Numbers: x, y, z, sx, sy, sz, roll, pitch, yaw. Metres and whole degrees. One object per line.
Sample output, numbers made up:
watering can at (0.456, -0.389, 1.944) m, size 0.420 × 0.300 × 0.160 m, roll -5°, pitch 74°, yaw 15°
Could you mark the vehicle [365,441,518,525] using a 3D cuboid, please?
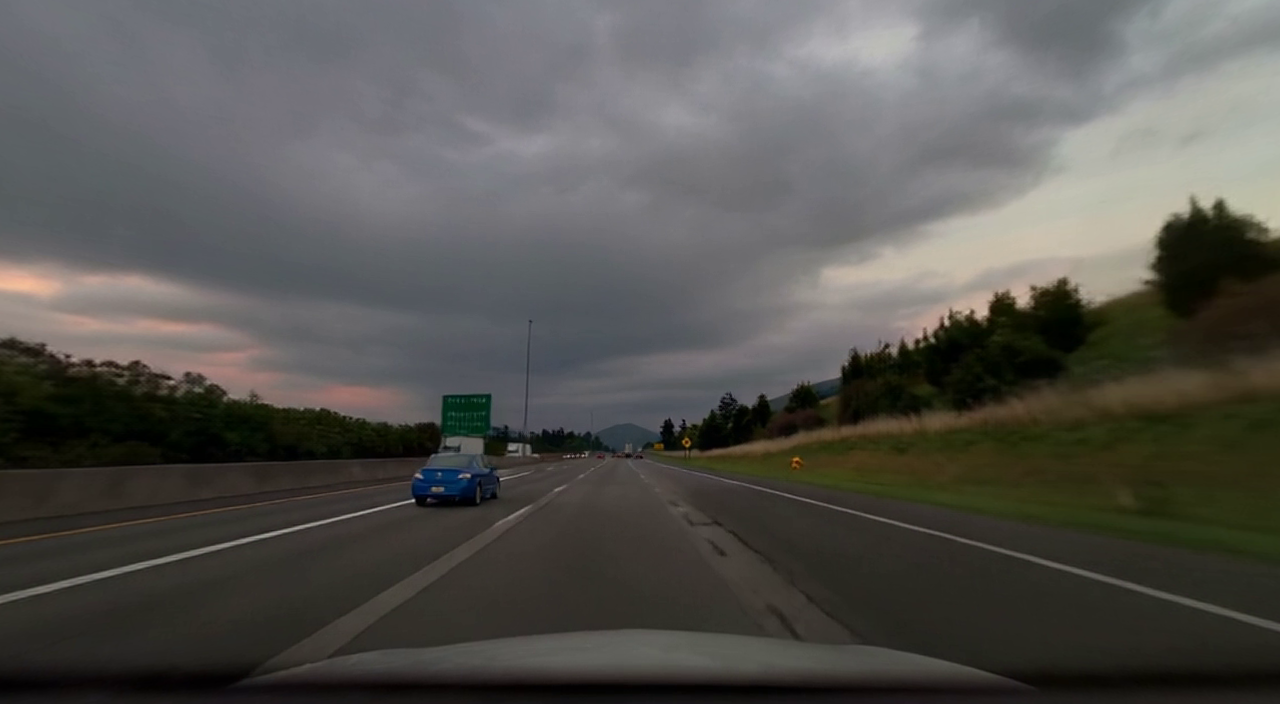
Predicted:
vehicle at (-4.116, 2.764, 13.839) m, size 2.121 × 1.537 × 3.852 m, roll 0°, pitch -9°, yaw -1°
